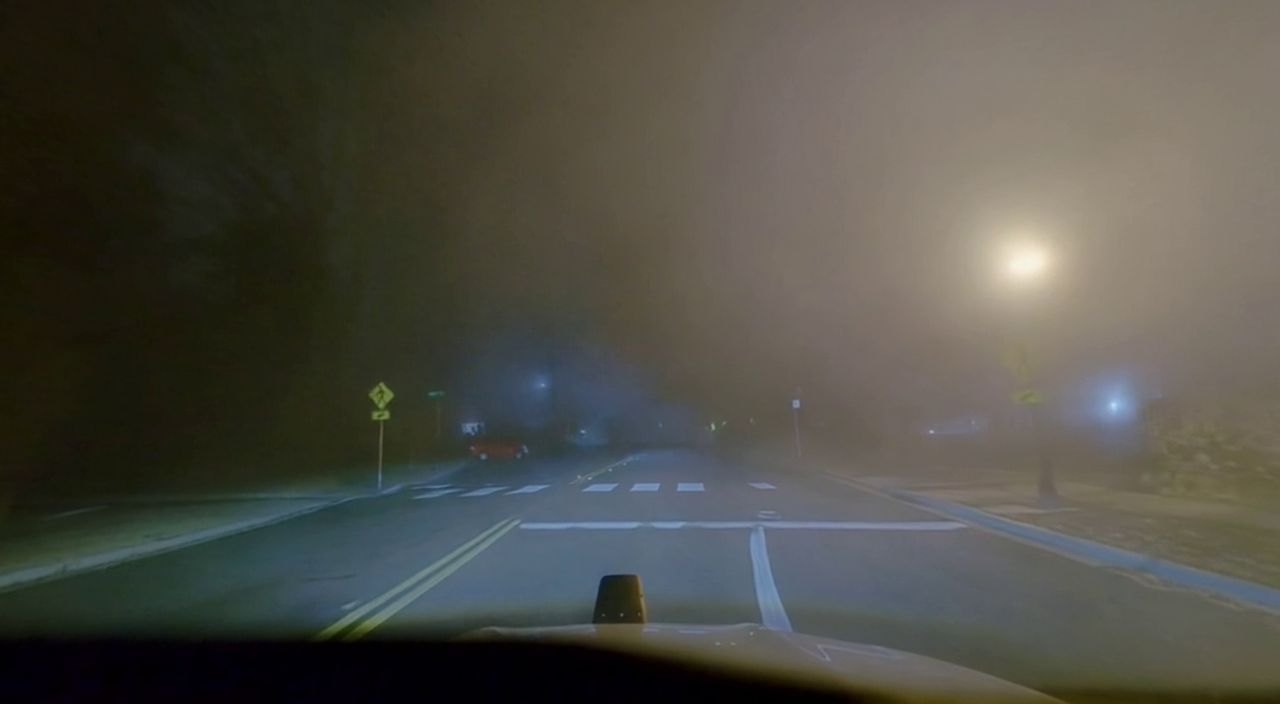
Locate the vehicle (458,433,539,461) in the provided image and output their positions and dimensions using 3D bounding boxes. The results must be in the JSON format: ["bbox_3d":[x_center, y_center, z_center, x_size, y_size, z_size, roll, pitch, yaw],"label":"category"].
[{"bbox_3d":[-8.564,5.761,38.293,4.377,1.596,1.836,-2,-9,14],"label":"vehicle"}]
